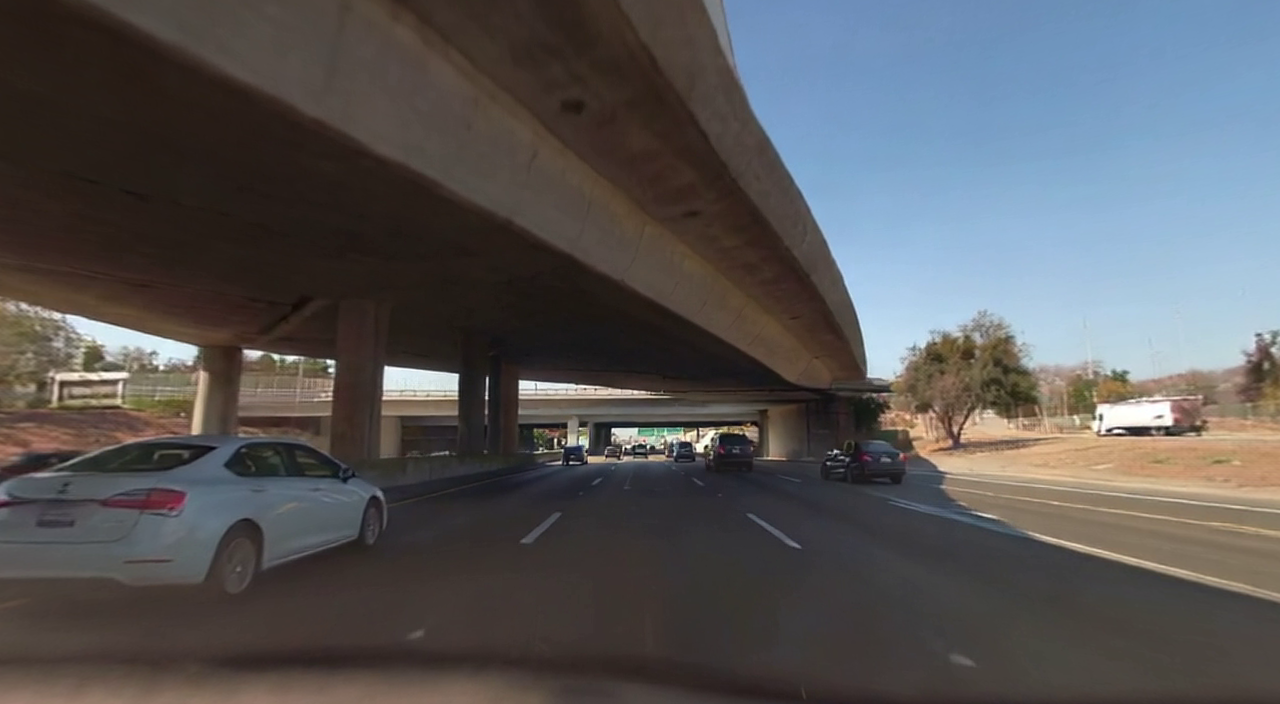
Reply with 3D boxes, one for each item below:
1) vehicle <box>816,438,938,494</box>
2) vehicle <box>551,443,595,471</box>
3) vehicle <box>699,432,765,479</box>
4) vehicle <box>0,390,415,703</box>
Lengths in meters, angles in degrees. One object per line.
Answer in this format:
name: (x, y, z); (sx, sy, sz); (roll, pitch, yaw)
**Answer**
vehicle: (6.989, 3.406, 19.194); (1.989, 1.472, 4.322); (0, -9, -1)
vehicle: (-3.736, 5.924, 35.882); (2.047, 1.464, 4.387); (0, -9, 0)
vehicle: (3.704, 4.280, 26.245); (2.072, 1.761, 4.242); (0, -9, 0)
vehicle: (-3.598, 1.241, 4.852); (1.997, 1.476, 4.703); (0, -9, 0)
